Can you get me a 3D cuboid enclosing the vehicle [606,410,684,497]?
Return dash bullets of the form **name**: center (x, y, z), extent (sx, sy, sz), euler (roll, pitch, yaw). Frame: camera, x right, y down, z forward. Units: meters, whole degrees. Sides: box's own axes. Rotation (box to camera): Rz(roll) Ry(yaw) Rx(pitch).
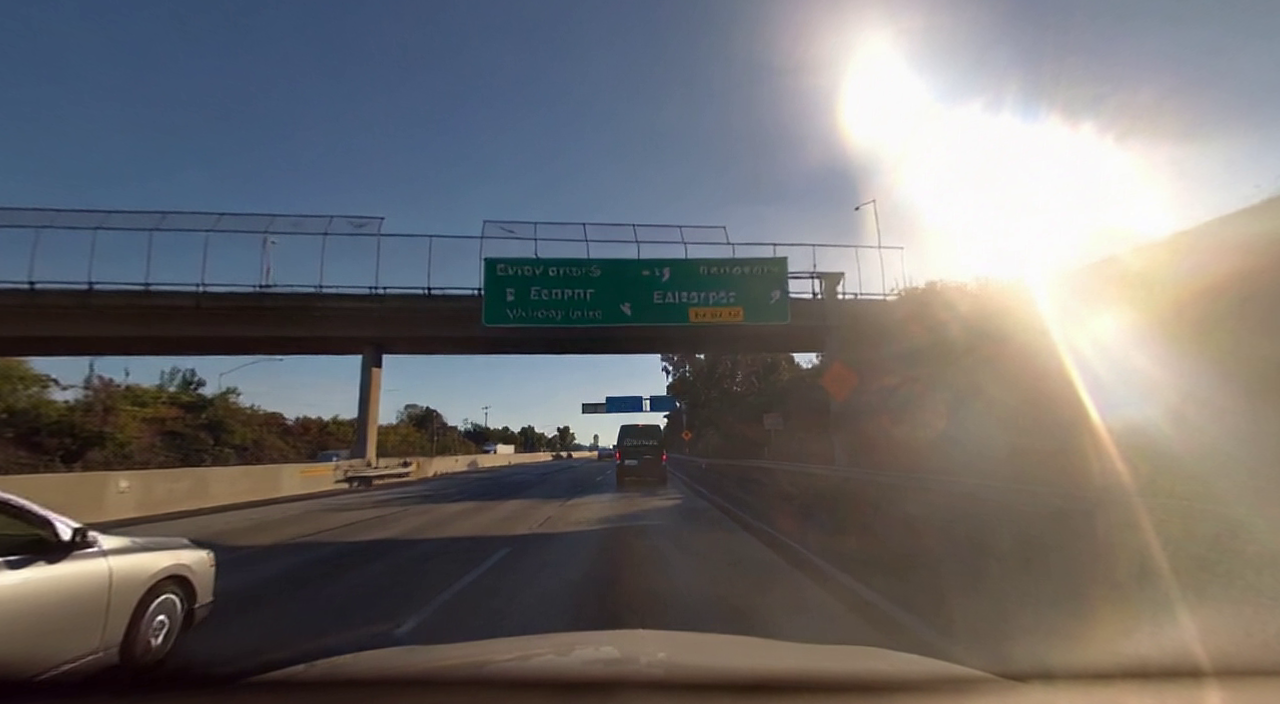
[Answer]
- **vehicle**: center (0.065, 3.437, 21.568), extent (2.332, 2.558, 5.314), euler (0, -9, -2)
